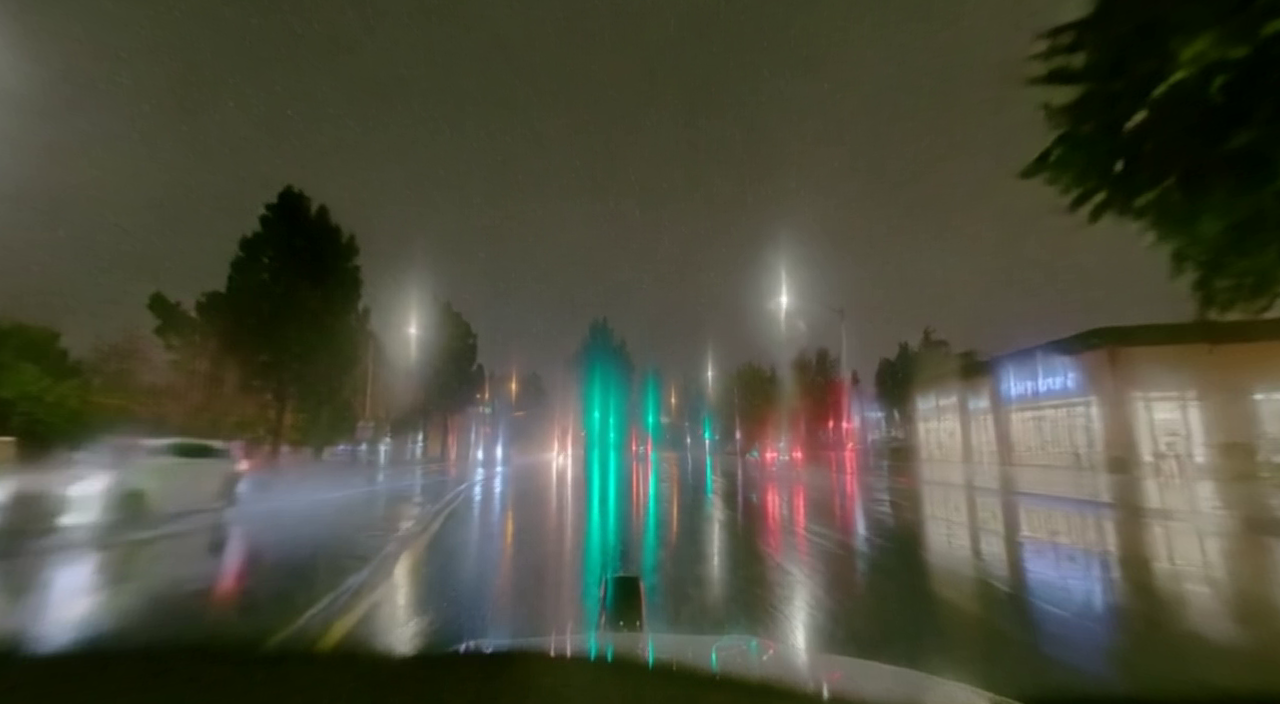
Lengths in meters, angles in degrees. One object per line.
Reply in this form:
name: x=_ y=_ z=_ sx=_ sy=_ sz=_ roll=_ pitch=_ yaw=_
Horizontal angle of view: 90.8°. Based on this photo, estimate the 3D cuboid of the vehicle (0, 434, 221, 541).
vehicle: x=-9.582 y=2.213 z=11.001 sx=1.676 sy=1.469 sz=4.362 roll=0 pitch=-8 yaw=-2

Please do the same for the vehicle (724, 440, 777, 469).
vehicle: x=6.168 y=5.784 z=35.835 sx=2.024 sy=1.475 sz=4.600 roll=0 pitch=-8 yaw=-2
